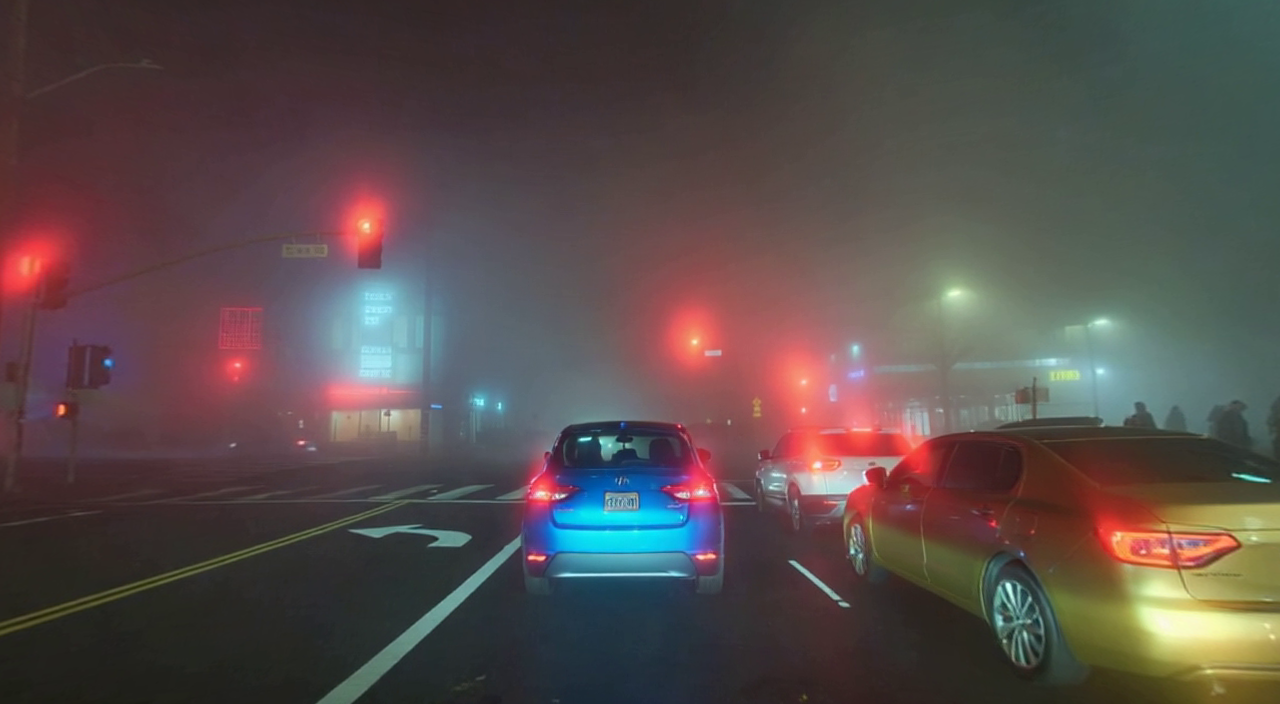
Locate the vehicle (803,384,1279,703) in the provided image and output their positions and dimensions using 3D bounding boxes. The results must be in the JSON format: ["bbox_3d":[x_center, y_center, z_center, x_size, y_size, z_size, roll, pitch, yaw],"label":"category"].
[{"bbox_3d":[3.034,1.309,5.447,1.983,1.654,4.354,0,-8,-2],"label":"vehicle"}]

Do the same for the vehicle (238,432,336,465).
[{"bbox_3d":[-19.974,5.462,35.775,5.003,1.799,2.066,-4,-9,22],"label":"vehicle"}]

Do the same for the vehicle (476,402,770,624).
[{"bbox_3d":[-0.141,1.516,7.008,2.123,1.589,4.702,0,-8,0],"label":"vehicle"}]
